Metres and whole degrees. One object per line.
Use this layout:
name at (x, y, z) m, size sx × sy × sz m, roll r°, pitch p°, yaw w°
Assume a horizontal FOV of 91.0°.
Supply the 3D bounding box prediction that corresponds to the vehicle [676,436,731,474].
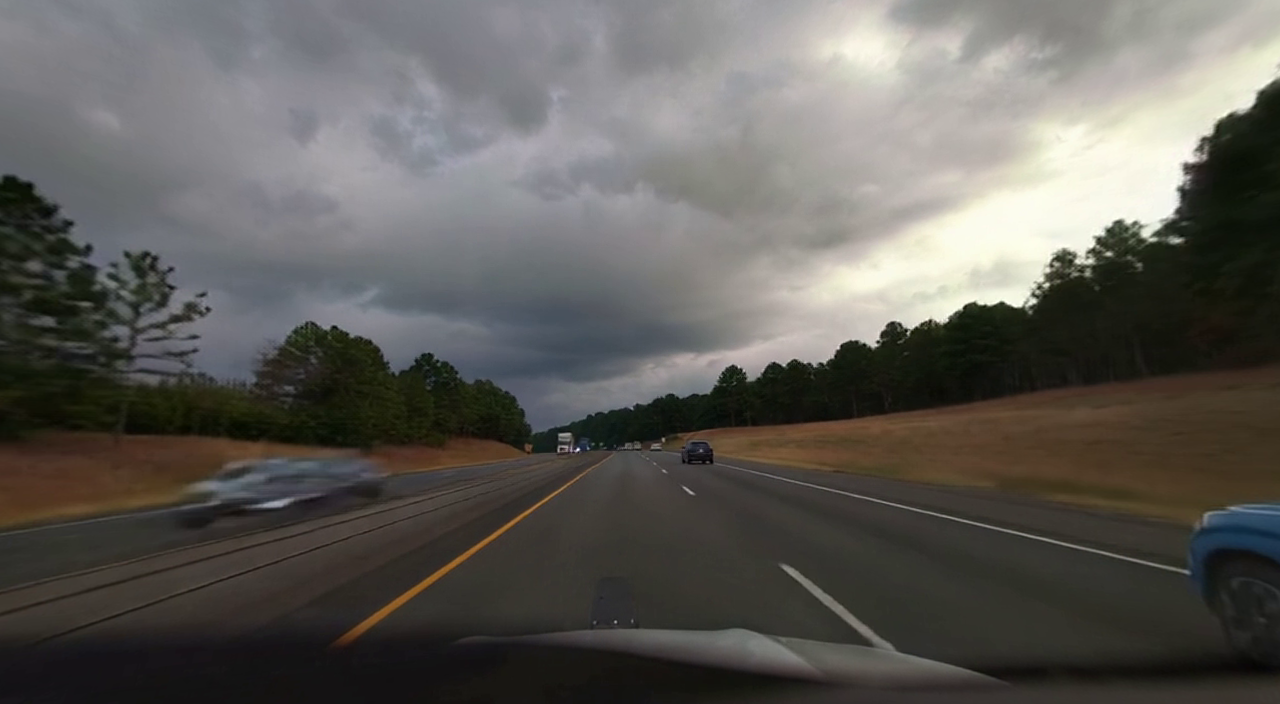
vehicle at (2.983, 4.944, 30.474) m, size 2.043 × 1.673 × 4.016 m, roll 0°, pitch -8°, yaw -3°

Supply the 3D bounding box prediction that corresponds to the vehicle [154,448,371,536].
vehicle at (-7.771, 2.860, 13.625) m, size 1.934 × 1.497 × 4.552 m, roll 0°, pitch -8°, yaw -1°
